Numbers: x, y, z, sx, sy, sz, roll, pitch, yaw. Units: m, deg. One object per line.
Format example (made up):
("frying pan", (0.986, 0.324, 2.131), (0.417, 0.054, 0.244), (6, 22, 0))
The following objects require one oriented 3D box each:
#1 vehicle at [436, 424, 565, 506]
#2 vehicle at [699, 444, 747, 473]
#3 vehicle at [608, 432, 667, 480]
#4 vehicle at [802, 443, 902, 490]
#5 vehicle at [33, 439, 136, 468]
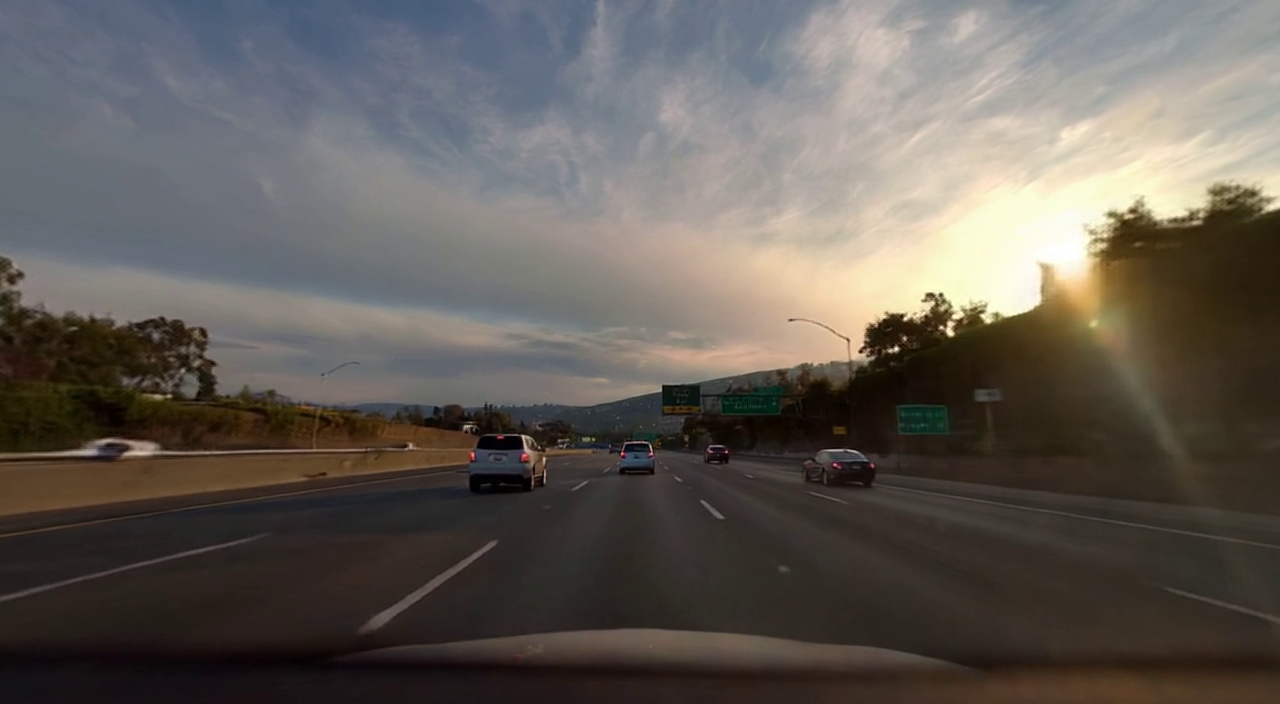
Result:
("vehicle", (-3.281, 2.771, 15.809), (2.142, 1.759, 4.297), (0, -9, 1))
("vehicle", (4.400, 5.721, 34.042), (2.005, 1.456, 4.287), (0, -9, 0))
("vehicle", (-0.074, 4.418, 26.923), (2.270, 1.862, 4.949), (0, -9, 1))
("vehicle", (7.234, 3.943, 22.017), (1.936, 1.480, 4.373), (0, -9, 0))
("vehicle", (-33.688, 6.157, 38.365), (1.934, 1.644, 4.487), (-1, -9, 4))
